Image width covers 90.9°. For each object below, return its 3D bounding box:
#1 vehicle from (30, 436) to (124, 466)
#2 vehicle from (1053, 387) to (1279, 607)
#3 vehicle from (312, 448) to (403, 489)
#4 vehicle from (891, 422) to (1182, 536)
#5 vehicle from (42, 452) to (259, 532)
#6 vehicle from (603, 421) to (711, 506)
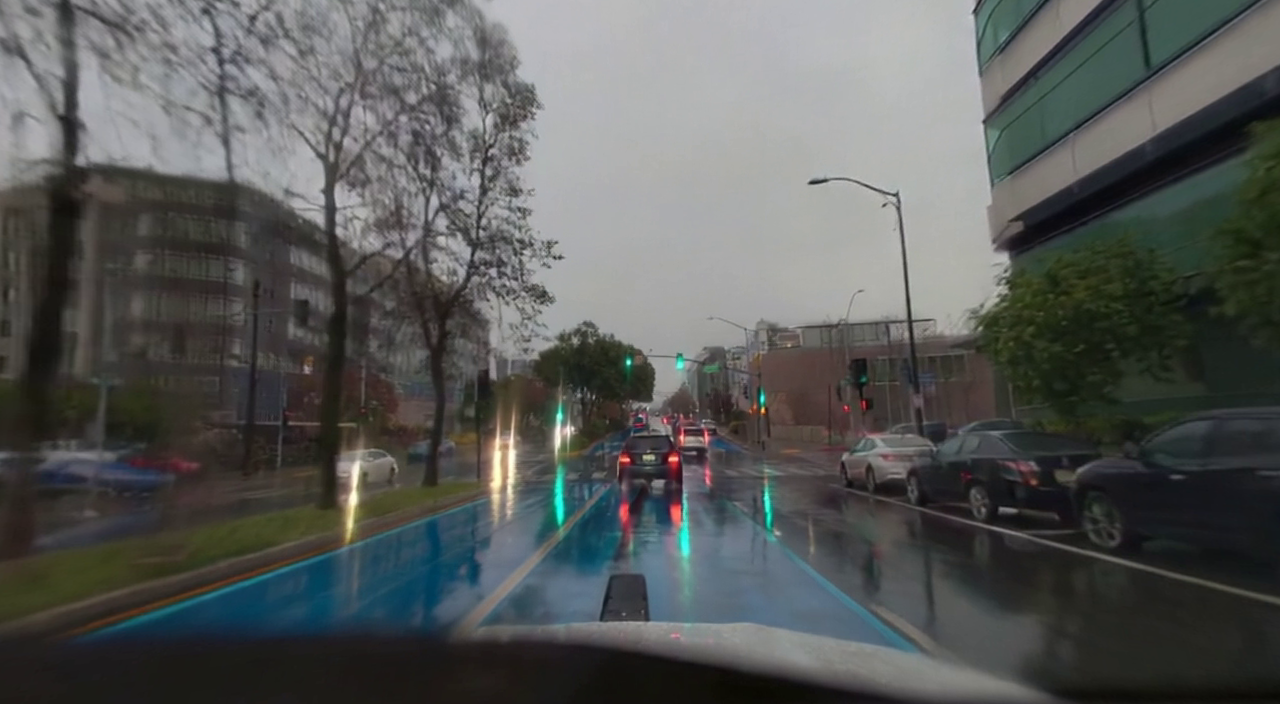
[{"bbox_3d":[-36.365,6.440,40.917,1.966,1.807,4.441,0,-9,-1],"label":"vehicle"},{"bbox_3d":[6.461,1.248,5.503,2.205,1.823,5.078,0,-9,0],"label":"vehicle"},{"bbox_3d":[-13.255,5.461,29.978,2.025,1.785,4.845,0,-9,0],"label":"vehicle"},{"bbox_3d":[6.571,2.151,11.284,2.044,1.593,4.551,0,-9,-3],"label":"vehicle"},{"bbox_3d":[-13.011,3.678,17.315,1.975,1.820,4.838,0,-9,1],"label":"vehicle"},{"bbox_3d":[0.372,2.672,15.476,2.283,1.773,4.255,0,-9,0],"label":"vehicle"}]
